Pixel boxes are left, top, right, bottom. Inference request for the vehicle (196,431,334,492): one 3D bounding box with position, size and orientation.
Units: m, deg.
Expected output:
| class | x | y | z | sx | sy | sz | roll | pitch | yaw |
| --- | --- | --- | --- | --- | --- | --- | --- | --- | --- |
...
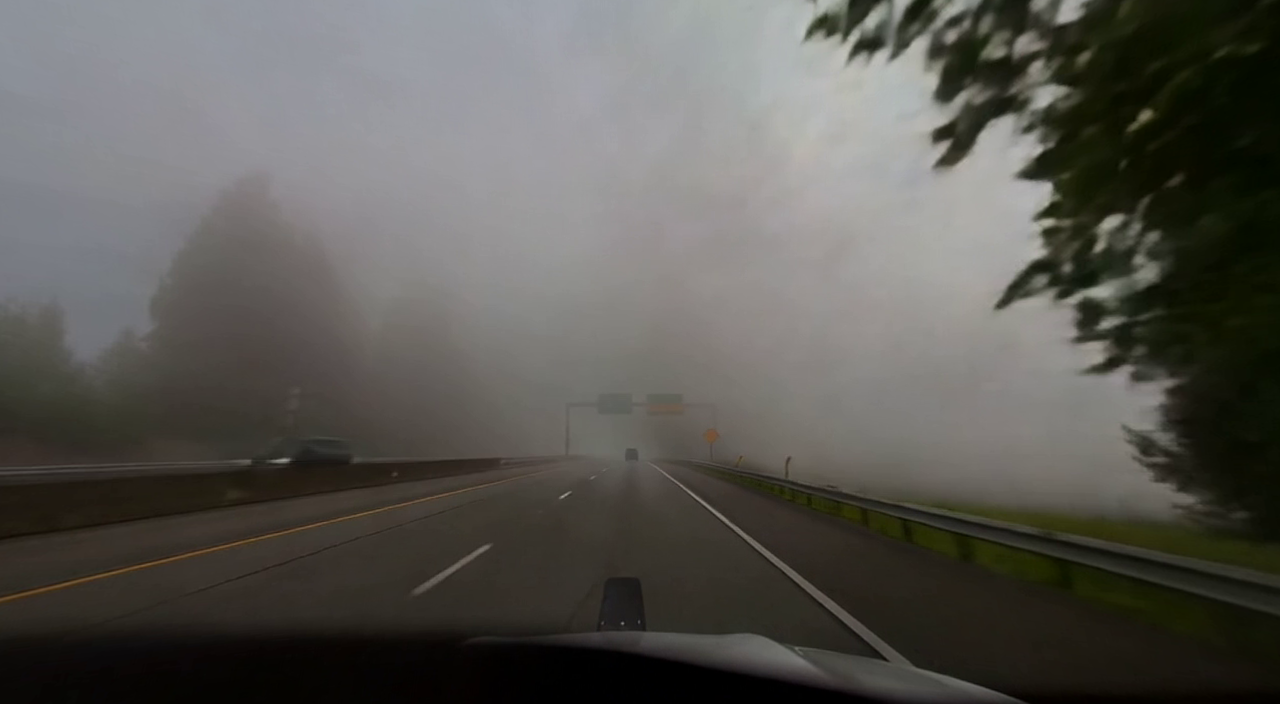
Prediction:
| class | x | y | z | sx | sy | sz | roll | pitch | yaw |
| --- | --- | --- | --- | --- | --- | --- | --- | --- | --- |
| vehicle | -12.169 | 3.581 | 20.859 | 1.869 | 1.751 | 4.427 | 0 | -9 | -1 |
